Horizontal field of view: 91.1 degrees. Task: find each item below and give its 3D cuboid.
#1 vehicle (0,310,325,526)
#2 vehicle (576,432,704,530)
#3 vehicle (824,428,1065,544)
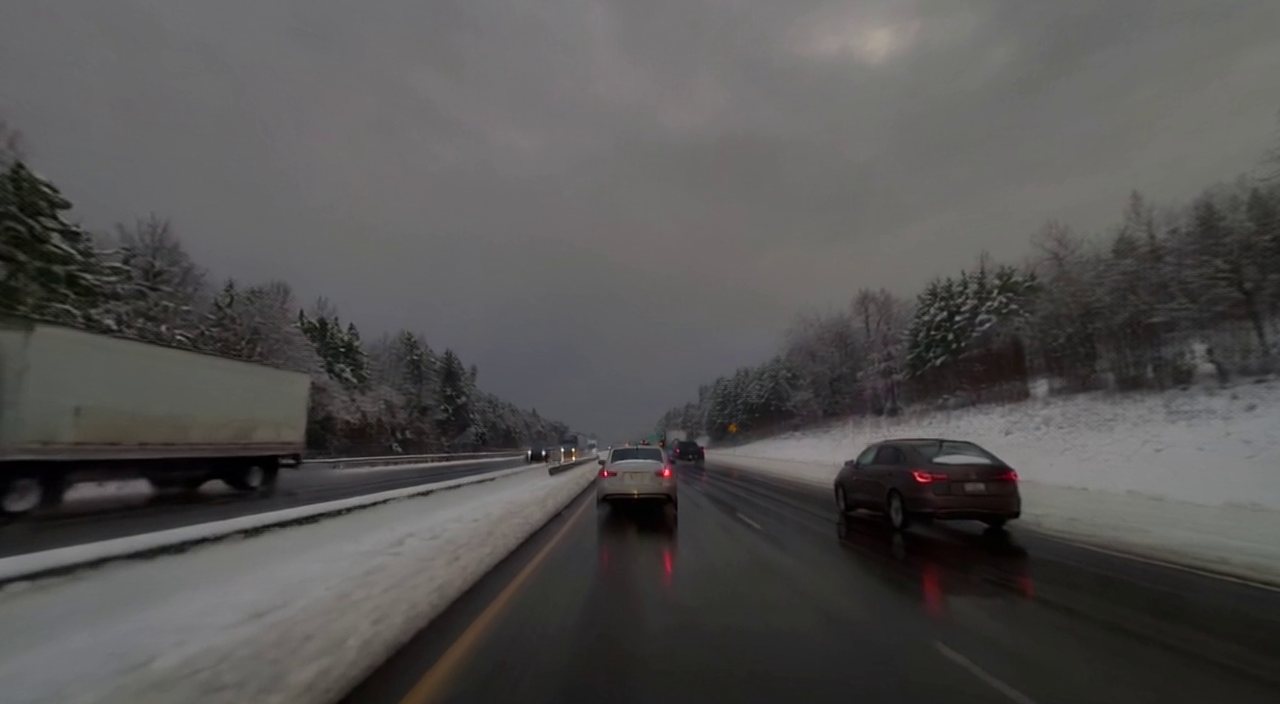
[{"bbox_3d":[-13.764,2.068,17.208,2.868,4.125,14.298,0,-9,0],"label":"vehicle"},{"bbox_3d":[-0.042,2.403,12.246,2.088,1.580,3.657,0,-9,-1],"label":"vehicle"},{"bbox_3d":[4.672,2.098,10.466,1.931,1.516,3.995,0,-9,-1],"label":"vehicle"}]
